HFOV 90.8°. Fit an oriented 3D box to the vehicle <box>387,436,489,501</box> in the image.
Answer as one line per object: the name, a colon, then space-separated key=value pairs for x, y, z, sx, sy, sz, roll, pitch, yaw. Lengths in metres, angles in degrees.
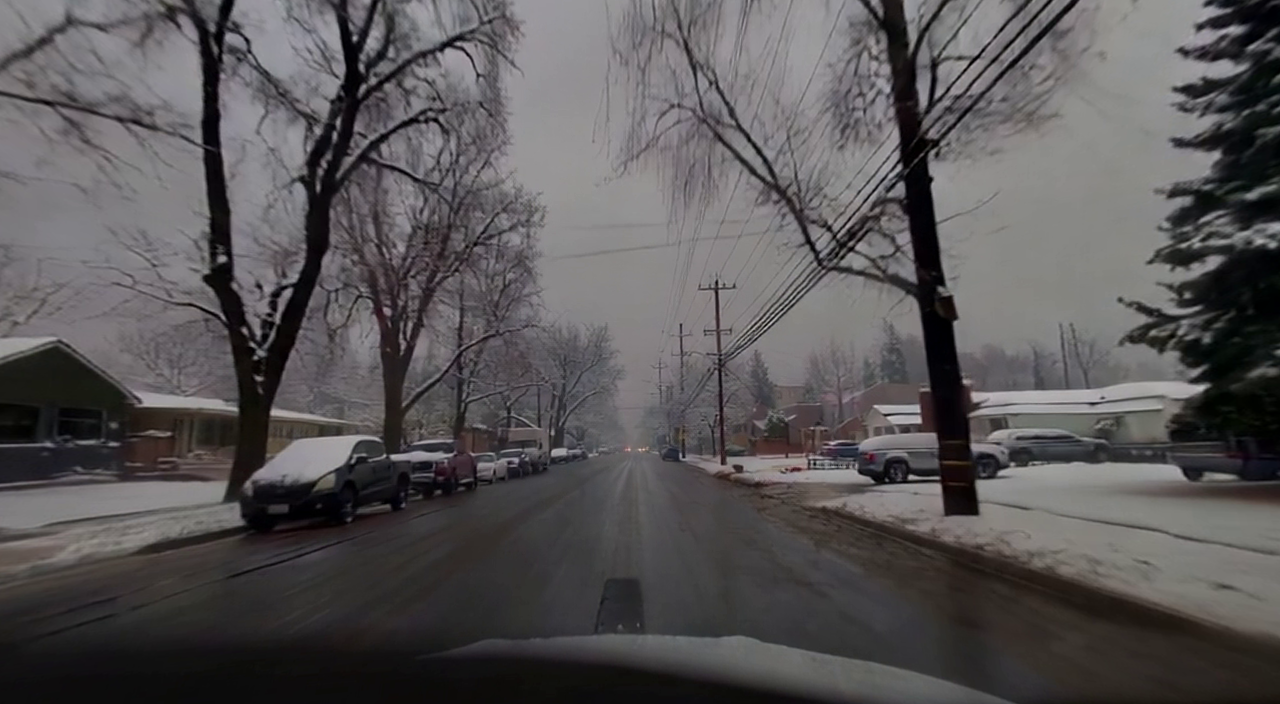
vehicle: x=-6.491 y=3.813 z=20.883 sx=1.941 sy=1.832 sz=4.666 roll=-2 pitch=-10 yaw=-1

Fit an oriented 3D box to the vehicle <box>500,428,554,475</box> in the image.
vehicle: x=-7.053 y=6.321 z=40.104 sx=2.439 sy=2.724 sz=5.647 roll=-1 pitch=-10 yaw=-1

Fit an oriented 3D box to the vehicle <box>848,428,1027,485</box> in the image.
vehicle: x=9.801 y=3.475 z=21.115 sx=4.979 sy=1.769 sz=1.943 roll=0 pitch=-9 yaw=-1

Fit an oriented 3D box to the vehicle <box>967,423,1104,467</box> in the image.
vehicle: x=19.136 y=4.564 z=30.731 sx=5.215 sy=1.910 sz=2.031 roll=-1 pitch=-10 yaw=-3

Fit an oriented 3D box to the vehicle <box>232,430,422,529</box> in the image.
vehicle: x=-6.691 y=2.777 z=14.220 sx=1.922 sy=1.801 sz=4.516 roll=-2 pitch=-9 yaw=1
